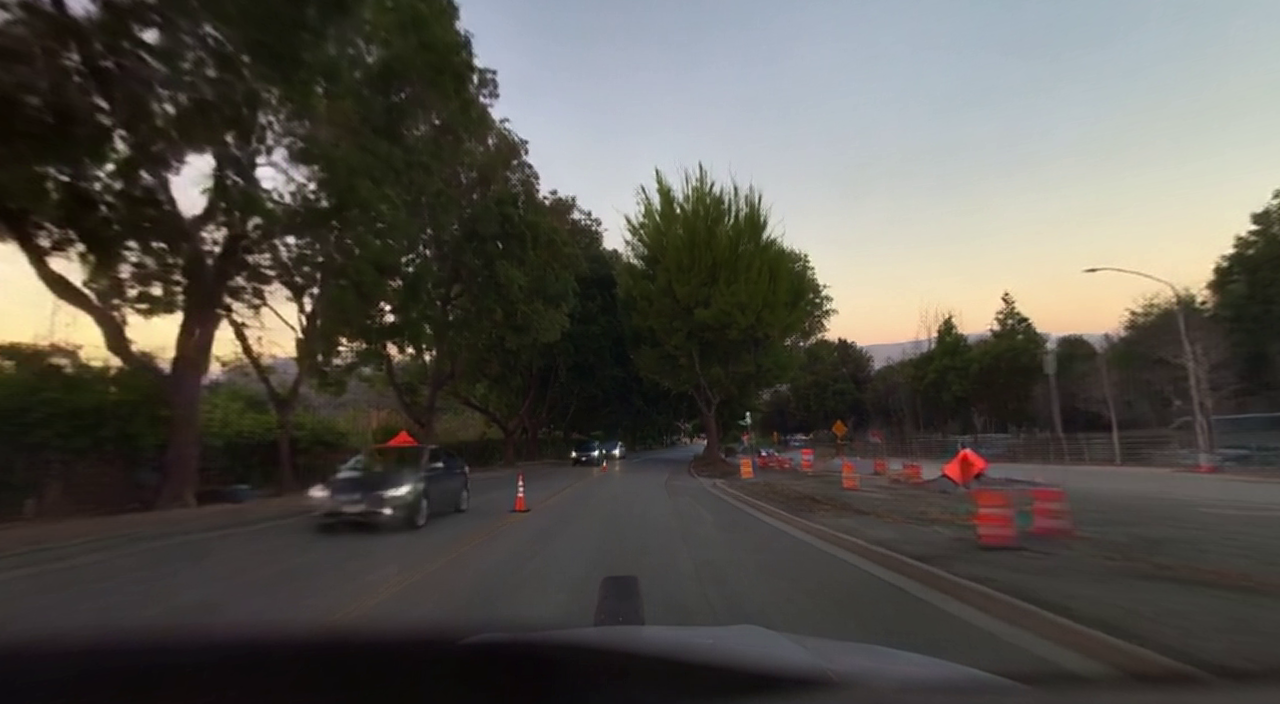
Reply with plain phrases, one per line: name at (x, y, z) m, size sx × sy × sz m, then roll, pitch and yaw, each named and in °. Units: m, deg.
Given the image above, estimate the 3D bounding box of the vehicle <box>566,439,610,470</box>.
vehicle at (-3.411, 6.877, 42.424) m, size 2.119 × 1.935 × 4.881 m, roll -1°, pitch -9°, yaw 5°

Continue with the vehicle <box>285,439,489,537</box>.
vehicle at (-4.408, 2.428, 11.875) m, size 1.964 × 1.481 × 4.199 m, roll -1°, pitch -9°, yaw 2°
